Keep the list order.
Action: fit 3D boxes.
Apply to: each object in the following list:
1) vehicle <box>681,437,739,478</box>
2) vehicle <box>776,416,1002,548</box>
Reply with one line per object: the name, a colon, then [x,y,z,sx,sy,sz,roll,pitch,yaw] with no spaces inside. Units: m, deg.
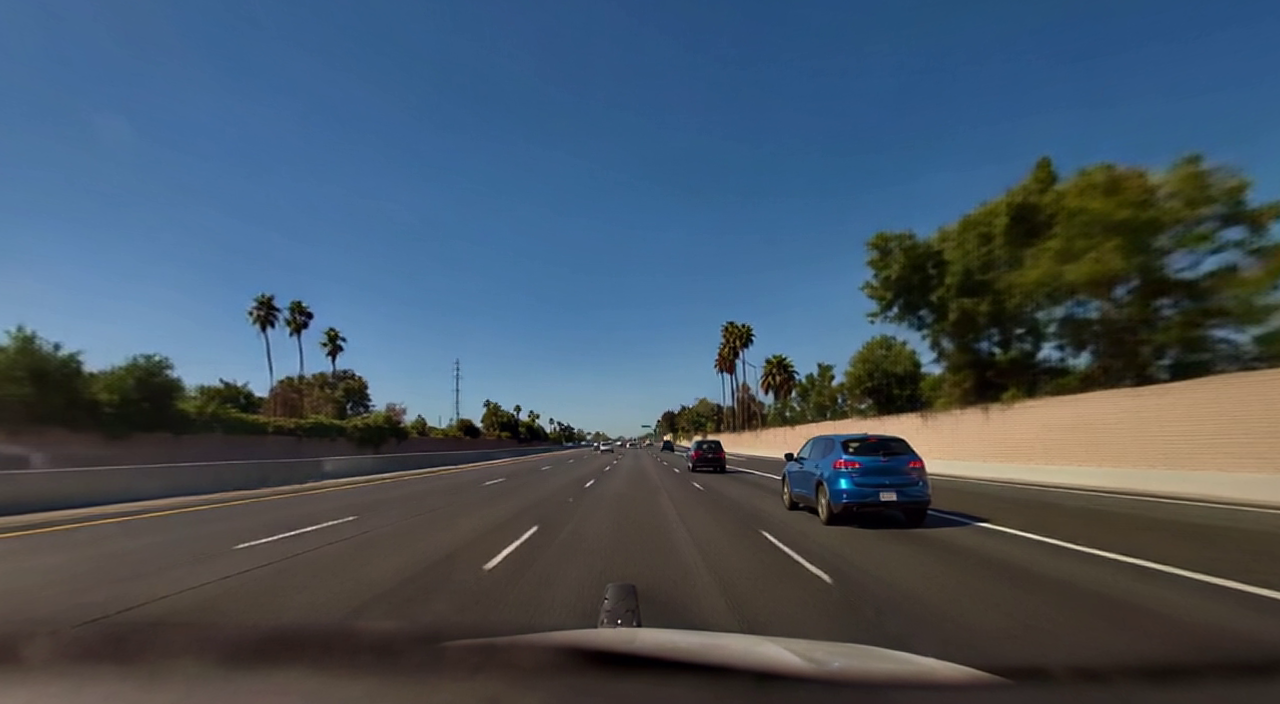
vehicle: [3.050,4.695,28.487,2.045,1.688,4.313,0,-8,-1]
vehicle: [3.698,1.998,10.383,1.910,1.696,4.187,0,-8,-1]
